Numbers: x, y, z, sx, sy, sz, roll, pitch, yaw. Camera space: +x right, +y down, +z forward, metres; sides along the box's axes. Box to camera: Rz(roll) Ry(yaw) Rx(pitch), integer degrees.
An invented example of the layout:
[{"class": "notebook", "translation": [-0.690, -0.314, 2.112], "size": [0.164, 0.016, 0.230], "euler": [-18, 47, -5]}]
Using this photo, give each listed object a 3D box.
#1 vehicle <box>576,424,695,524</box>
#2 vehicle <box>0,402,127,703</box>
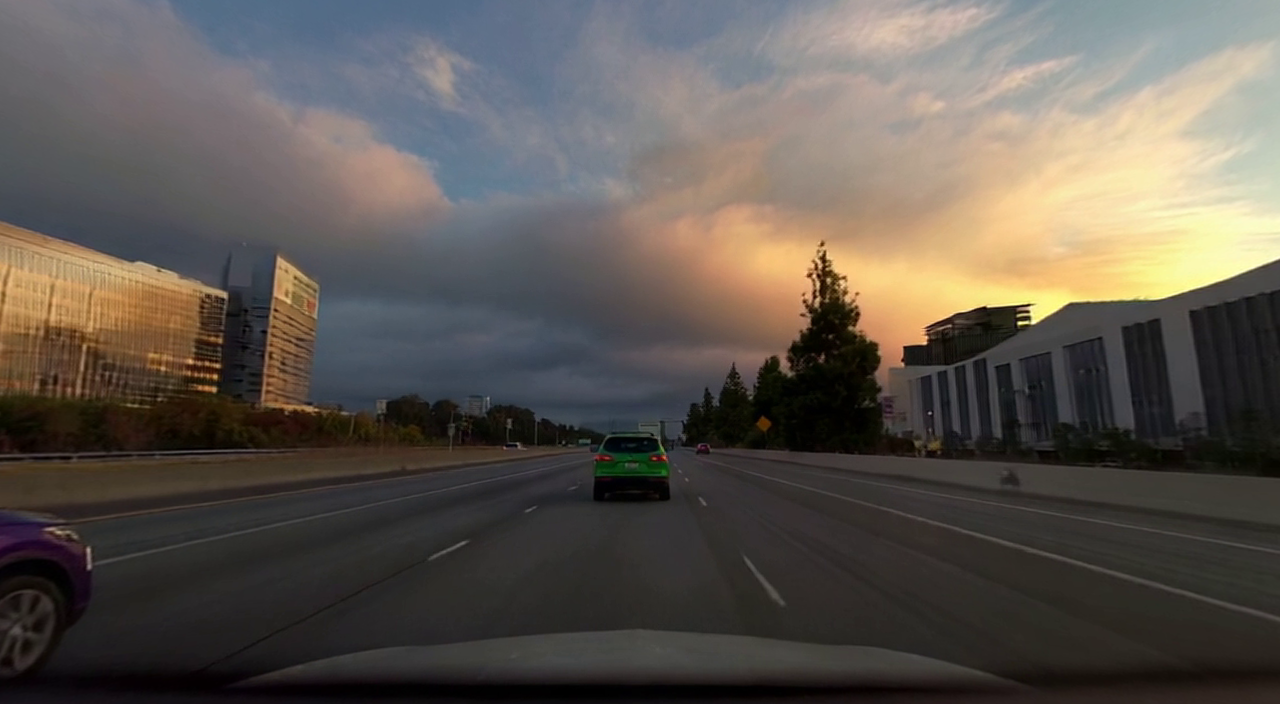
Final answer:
[{"class": "vehicle", "translation": [-0.002, 2.502, 13.458], "size": [2.111, 1.742, 4.315], "euler": [0, -9, 2]}, {"class": "vehicle", "translation": [-4.258, 0.793, 1.759], "size": [1.969, 1.520, 4.190], "euler": [0, -9, 2]}]
